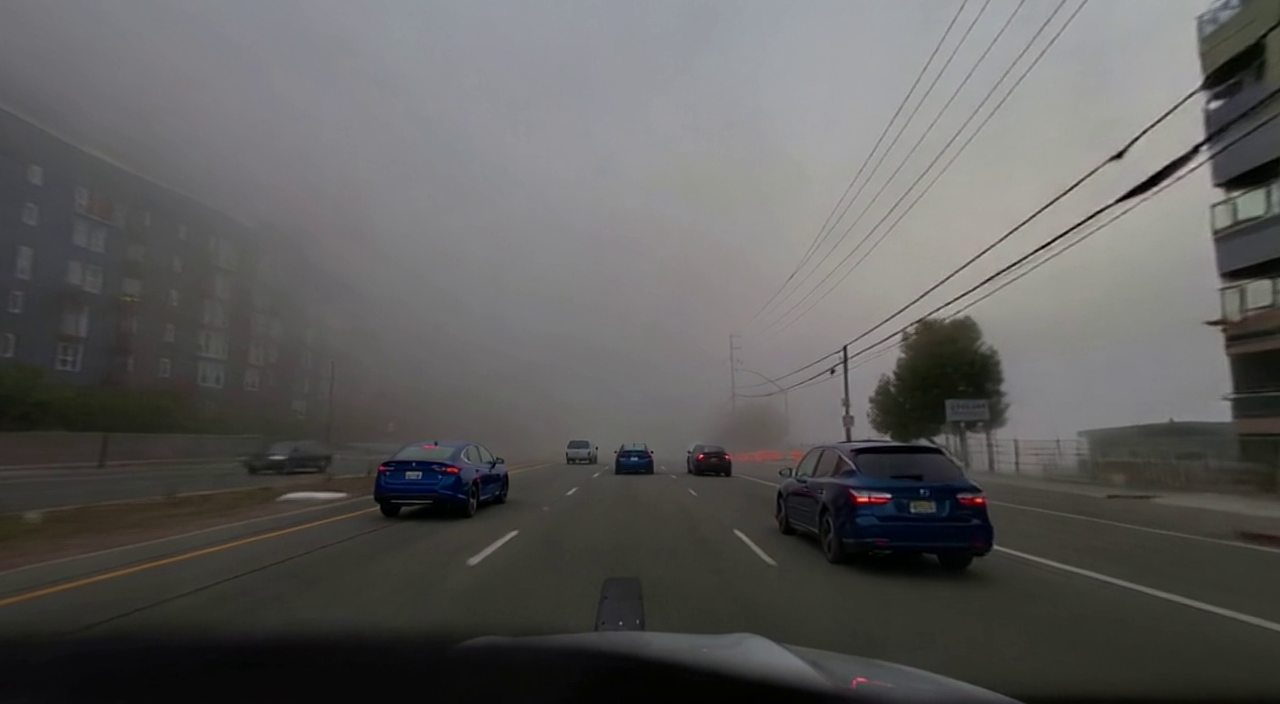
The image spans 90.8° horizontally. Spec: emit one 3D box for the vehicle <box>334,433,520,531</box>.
[{"bbox_3d":[-3.632,2.286,11.742,1.968,1.473,4.209,0,-8,0],"label":"vehicle"}]

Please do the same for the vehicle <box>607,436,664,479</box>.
[{"bbox_3d":[-0.177,4.610,27.798,2.291,1.714,4.217,0,-8,0],"label":"vehicle"}]

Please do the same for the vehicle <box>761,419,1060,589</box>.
[{"bbox_3d":[2.971,1.740,8.090,1.975,1.598,4.025,0,-8,-1],"label":"vehicle"}]

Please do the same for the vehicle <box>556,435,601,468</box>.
[{"bbox_3d":[-3.675,6.050,38.621,2.190,1.832,4.417,0,-8,1],"label":"vehicle"}]

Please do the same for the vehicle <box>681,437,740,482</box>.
[{"bbox_3d":[3.004,4.655,27.729,2.029,1.797,4.218,0,-8,-1],"label":"vehicle"}]

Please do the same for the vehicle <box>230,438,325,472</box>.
[{"bbox_3d":[-18.412,5.243,32.395,1.971,1.609,4.763,0,-8,1],"label":"vehicle"}]
